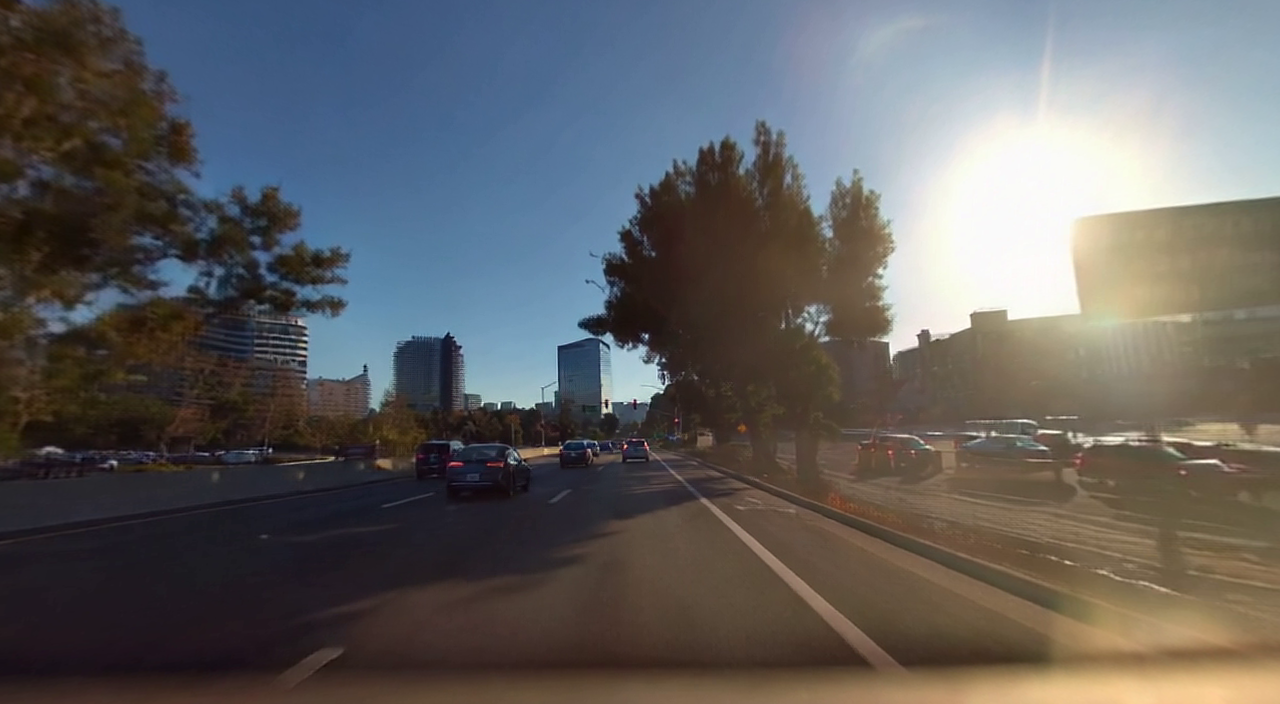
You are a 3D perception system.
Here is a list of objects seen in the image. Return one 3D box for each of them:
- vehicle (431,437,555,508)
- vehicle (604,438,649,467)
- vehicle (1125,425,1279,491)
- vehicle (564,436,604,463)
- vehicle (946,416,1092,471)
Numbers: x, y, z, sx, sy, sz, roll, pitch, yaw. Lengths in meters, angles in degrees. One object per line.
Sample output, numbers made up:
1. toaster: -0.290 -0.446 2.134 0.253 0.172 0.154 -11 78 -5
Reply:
1. vehicle: -3.416 2.889 15.703 1.920 1.480 4.549 0 -8 1
2. vehicle: -0.681 5.407 34.128 2.231 1.481 4.489 0 -8 0
3. vehicle: 14.906 2.675 16.194 4.505 1.472 2.020 4 -10 -26
4. vehicle: -3.702 6.562 42.560 2.144 1.732 4.279 0 -8 2
5. vehicle: 14.973 3.613 24.949 5.394 1.994 2.228 4 -10 -26
